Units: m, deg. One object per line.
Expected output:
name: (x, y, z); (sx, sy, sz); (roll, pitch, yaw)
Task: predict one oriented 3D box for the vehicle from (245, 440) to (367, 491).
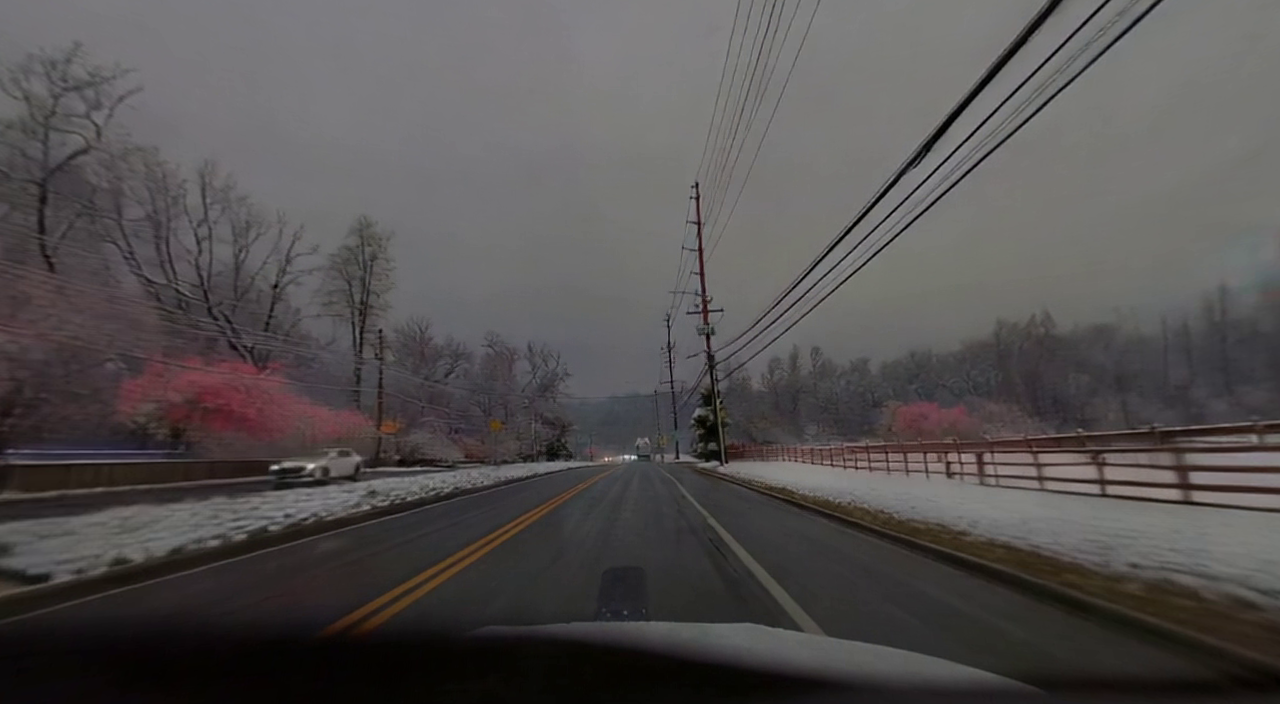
vehicle: (-12.259, 4.166, 23.589); (1.989, 1.683, 4.615); (0, -8, 1)
